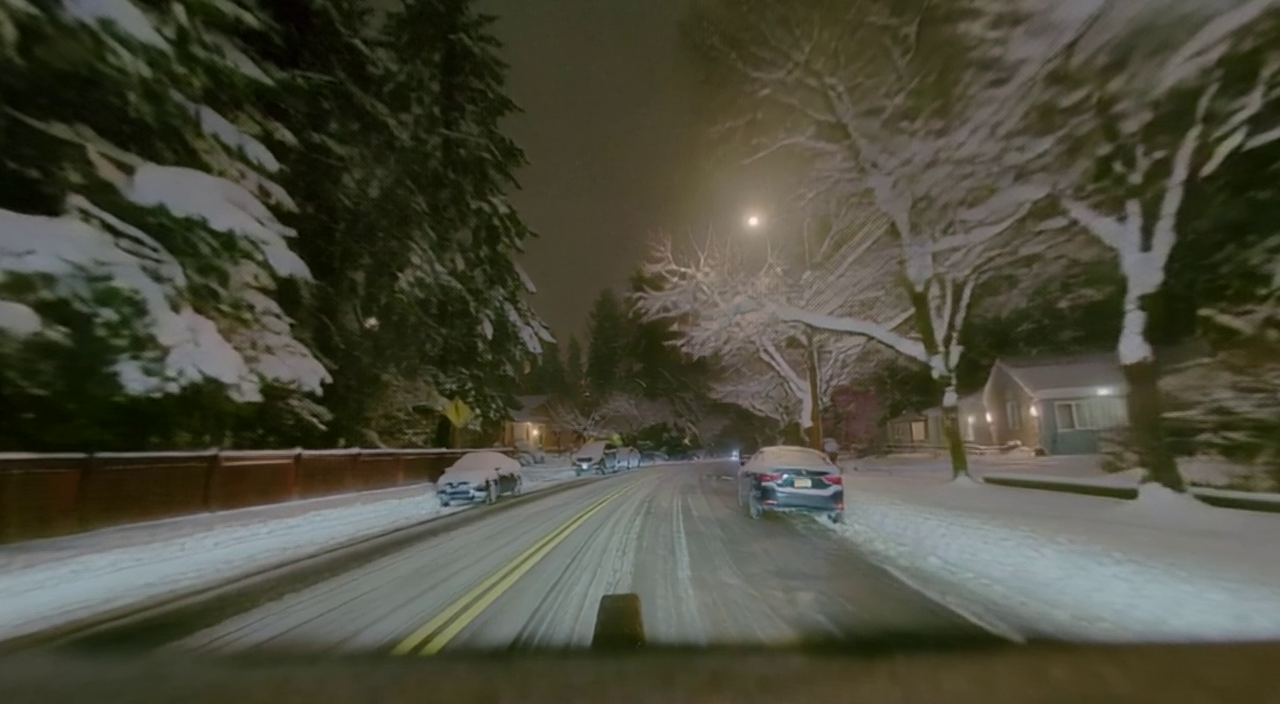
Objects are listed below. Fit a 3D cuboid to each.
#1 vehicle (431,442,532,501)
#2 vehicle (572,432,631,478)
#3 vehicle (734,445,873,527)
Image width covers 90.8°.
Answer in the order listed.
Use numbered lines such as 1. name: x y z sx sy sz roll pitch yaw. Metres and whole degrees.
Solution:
1. vehicle: -5.046 4.033 20.775 2.005 1.557 4.172 -3 -15 3
2. vehicle: -2.367 6.759 40.642 2.334 2.126 6.444 -6 -16 8
3. vehicle: 3.289 2.764 13.644 1.972 1.460 4.137 -1 -9 1
